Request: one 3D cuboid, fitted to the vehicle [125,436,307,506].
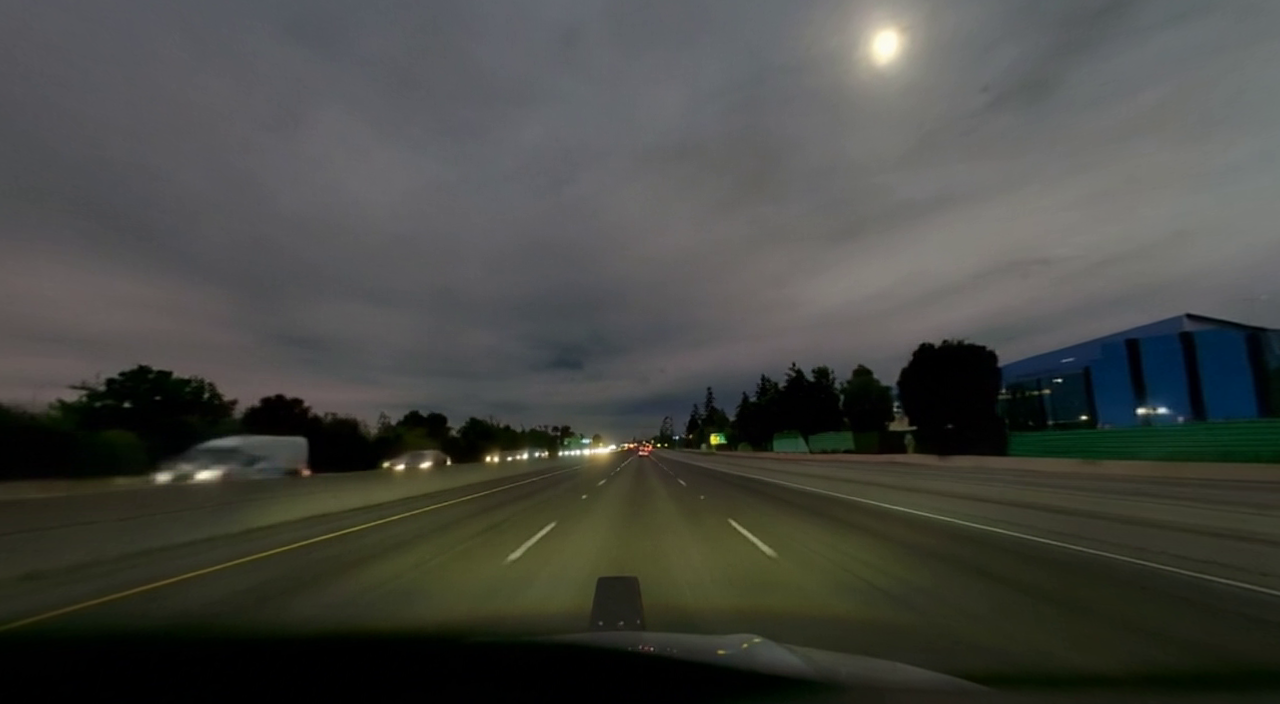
[{"bbox_3d":[-12.109,3.413,18.522,2.007,1.756,4.699,0,-9,1],"label":"vehicle"}]

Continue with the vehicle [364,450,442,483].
[{"bbox_3d":[-11.377,5.527,30.683,1.974,1.445,4.605,0,-9,0],"label":"vehicle"}]
